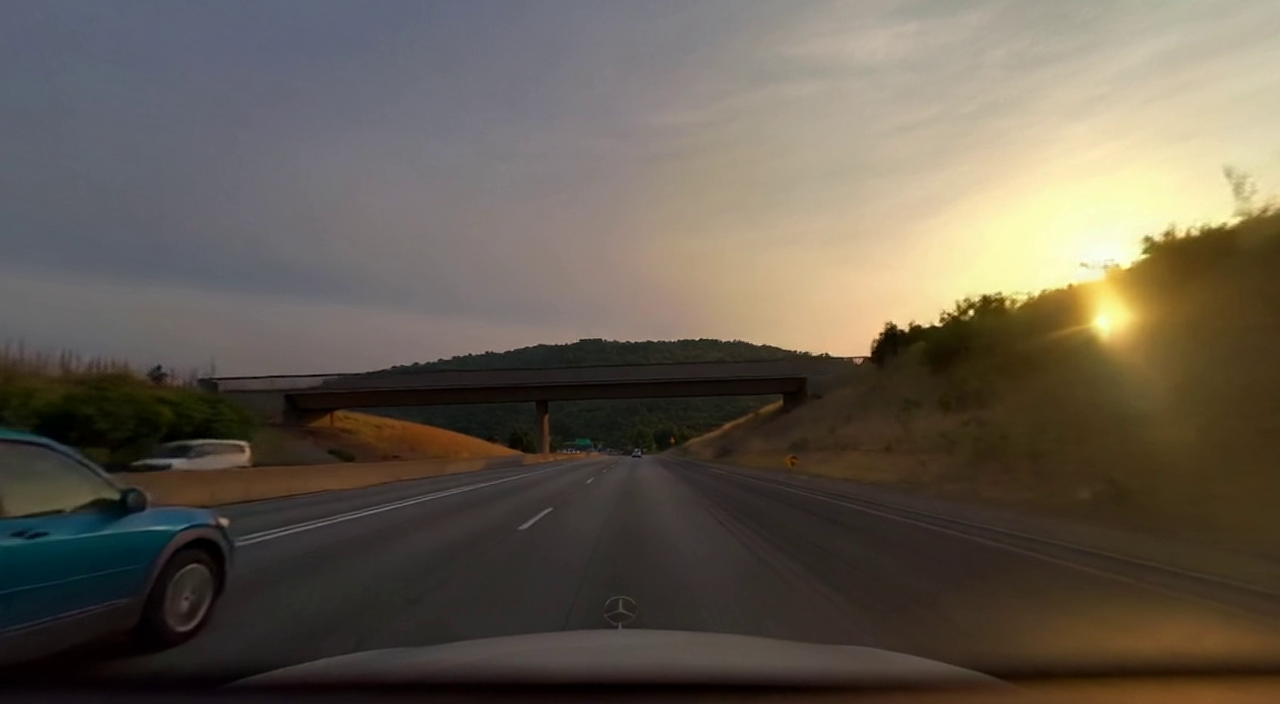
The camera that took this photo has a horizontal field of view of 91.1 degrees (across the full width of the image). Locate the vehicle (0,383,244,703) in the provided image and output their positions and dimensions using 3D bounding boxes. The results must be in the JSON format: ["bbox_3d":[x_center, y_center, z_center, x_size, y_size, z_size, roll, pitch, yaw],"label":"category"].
[{"bbox_3d":[-3.932,0.915,2.374,2.082,1.668,4.274,0,-9,-1],"label":"vehicle"}]
